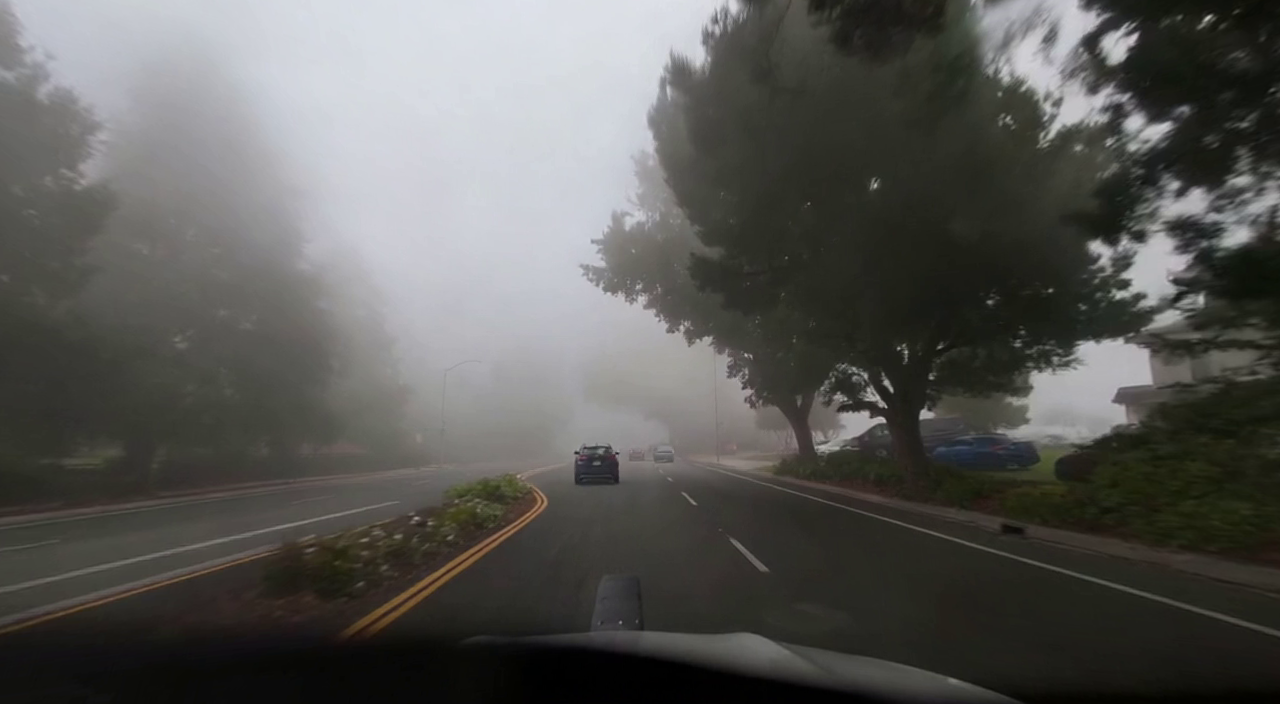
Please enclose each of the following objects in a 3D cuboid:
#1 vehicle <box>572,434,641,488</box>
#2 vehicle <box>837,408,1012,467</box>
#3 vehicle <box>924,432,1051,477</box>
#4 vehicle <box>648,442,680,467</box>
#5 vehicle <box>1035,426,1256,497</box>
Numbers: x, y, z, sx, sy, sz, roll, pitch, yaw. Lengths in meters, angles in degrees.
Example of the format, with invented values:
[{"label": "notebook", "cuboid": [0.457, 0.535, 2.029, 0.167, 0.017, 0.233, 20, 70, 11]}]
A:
[{"label": "vehicle", "cuboid": [-1.279, 3.890, 22.882, 2.205, 1.706, 4.904, 1, -8, -5]}, {"label": "vehicle", "cuboid": [11.806, 3.653, 26.693, 2.483, 2.209, 6.171, 8, -11, -42]}, {"label": "vehicle", "cuboid": [12.164, 3.590, 22.246, 1.740, 1.431, 3.431, 8, -11, -42]}, {"label": "vehicle", "cuboid": [1.567, 6.864, 42.427, 2.003, 1.614, 4.072, 0, -8, 1]}, {"label": "vehicle", "cuboid": [12.013, 2.592, 15.223, 3.848, 1.459, 1.951, -7, -11, 41]}]
